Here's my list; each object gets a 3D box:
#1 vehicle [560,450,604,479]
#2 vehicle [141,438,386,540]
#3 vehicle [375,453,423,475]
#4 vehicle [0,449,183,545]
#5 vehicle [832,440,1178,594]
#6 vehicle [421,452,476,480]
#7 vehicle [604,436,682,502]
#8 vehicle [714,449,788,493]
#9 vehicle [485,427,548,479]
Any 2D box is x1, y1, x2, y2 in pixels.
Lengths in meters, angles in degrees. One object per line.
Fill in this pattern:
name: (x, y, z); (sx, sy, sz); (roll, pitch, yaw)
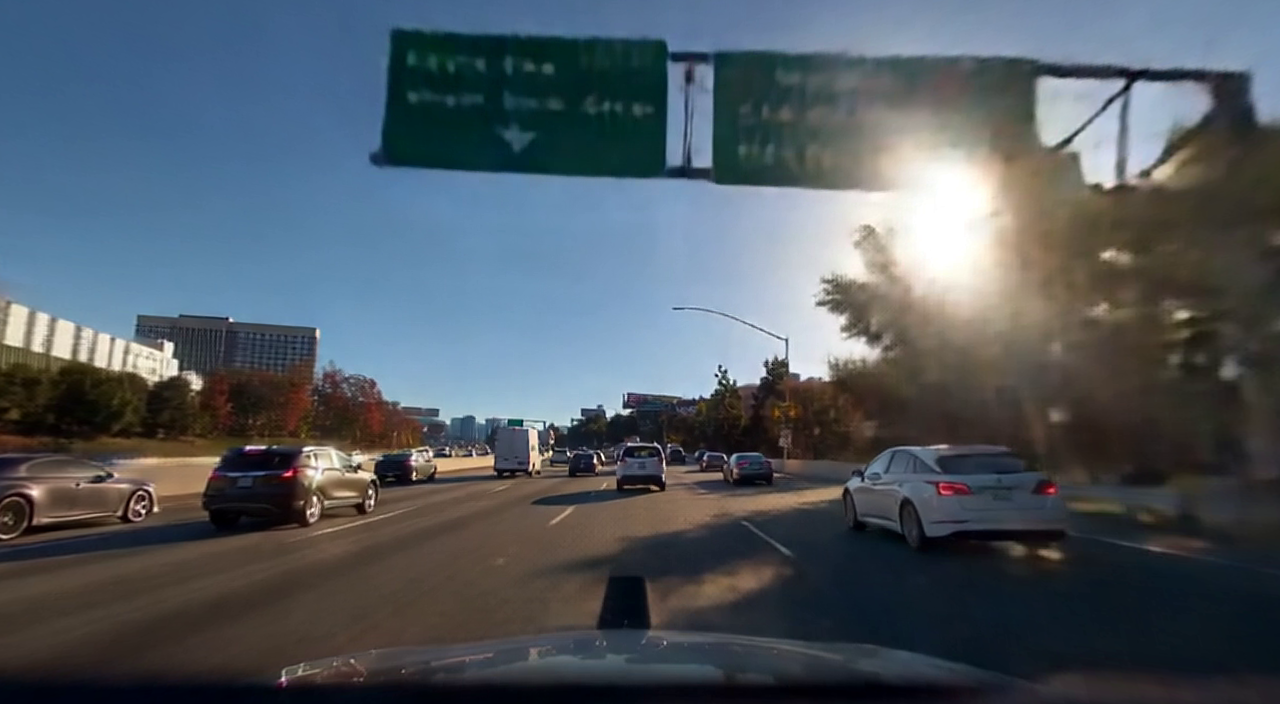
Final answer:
vehicle: (-3.282, 6.498, 36.665); (2.079, 1.499, 4.512); (0, -8, 1)
vehicle: (-6.999, 2.544, 12.456); (2.021, 1.632, 4.417); (0, -8, 1)
vehicle: (-17.848, 8.315, 46.887); (1.801, 1.467, 4.315); (0, -8, 1)
vehicle: (-10.888, 2.487, 11.265); (1.970, 1.441, 4.555); (0, -8, 1)
vehicle: (4.257, 1.946, 8.464); (1.915, 1.482, 4.537); (0, -8, 0)
vehicle: (-11.031, 6.551, 36.537); (1.923, 1.480, 3.905); (0, -8, 0)
vehicle: (0.102, 3.679, 20.329); (2.209, 1.863, 4.626); (0, -8, 1)
vehicle: (4.149, 4.504, 24.299); (1.942, 1.487, 4.518); (0, -8, -1)
vehicle: (-7.243, 5.997, 37.821); (2.358, 2.817, 7.055); (0, -8, 0)
